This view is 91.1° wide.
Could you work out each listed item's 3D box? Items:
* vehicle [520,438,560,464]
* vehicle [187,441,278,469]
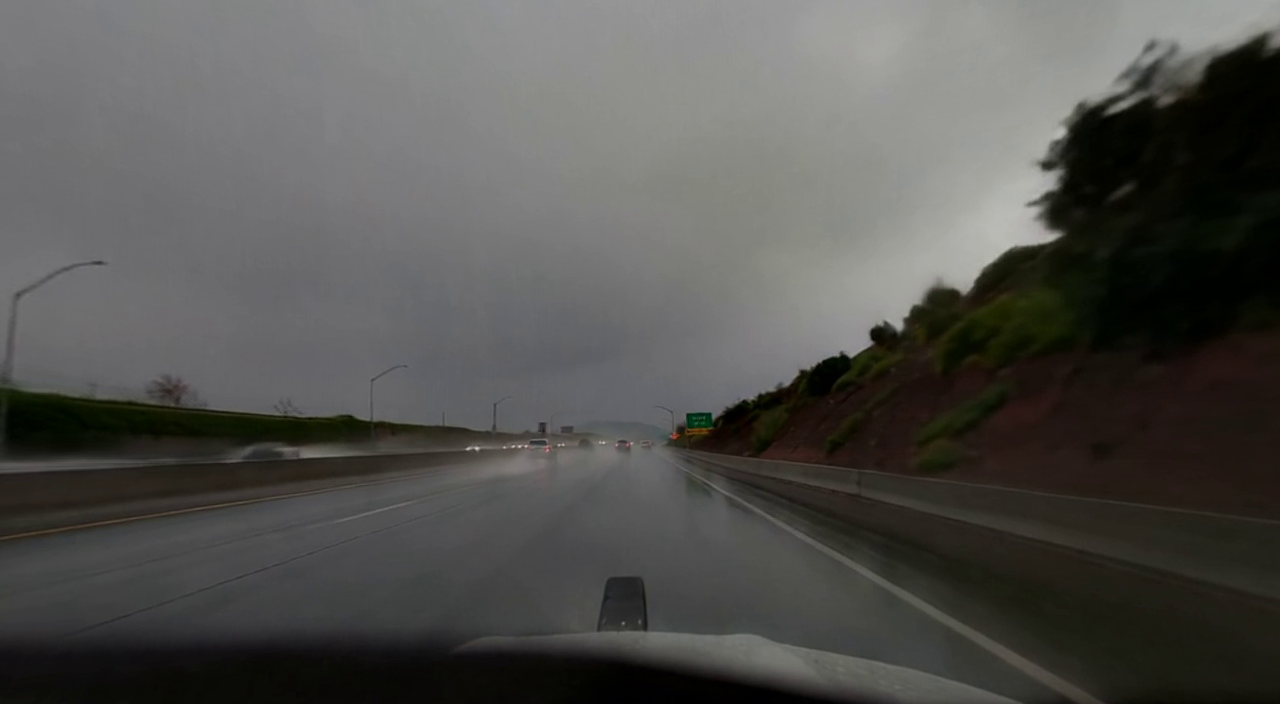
[{"bbox_3d":[-6.680,6.665,42.325,1.972,1.660,4.254,0,-8,1],"label":"vehicle"},{"bbox_3d":[-22.404,5.682,34.766,2.075,1.443,4.314,0,-8,1],"label":"vehicle"}]
